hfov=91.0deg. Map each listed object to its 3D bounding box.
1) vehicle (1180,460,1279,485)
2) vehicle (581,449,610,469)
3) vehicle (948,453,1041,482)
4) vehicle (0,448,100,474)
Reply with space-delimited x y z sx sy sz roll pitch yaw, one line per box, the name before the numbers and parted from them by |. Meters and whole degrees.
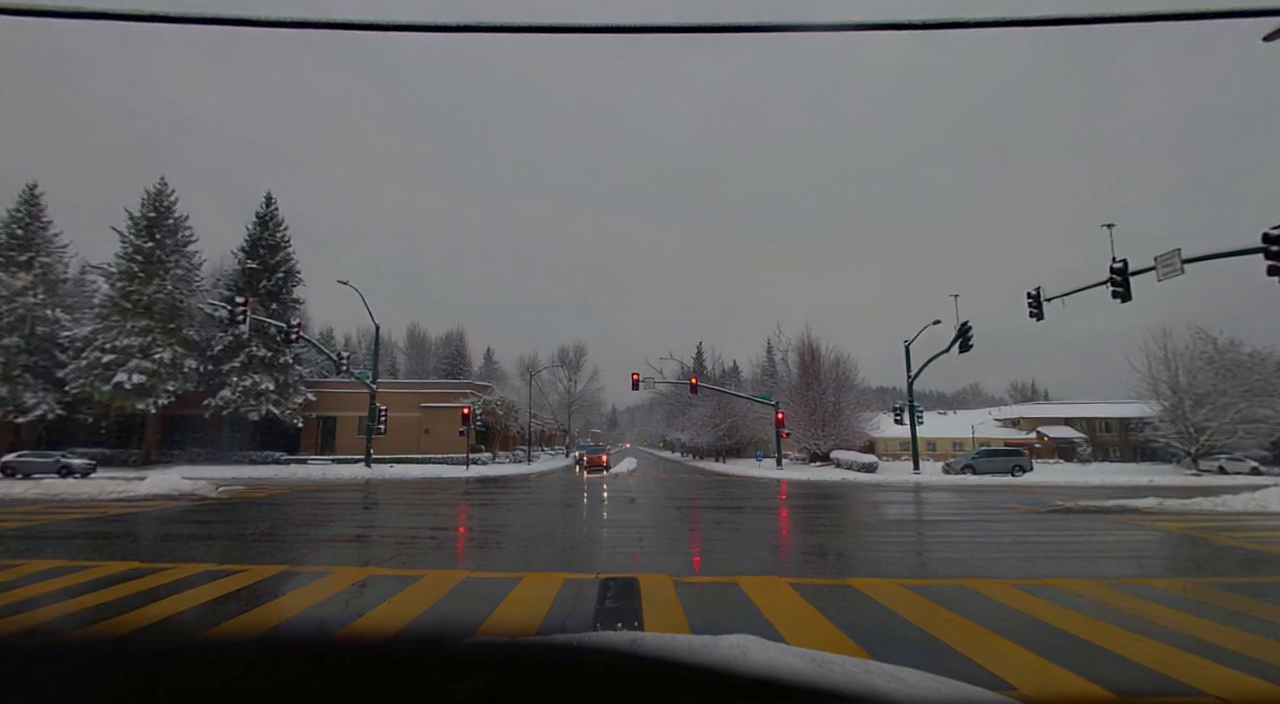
vehicle | 36.223 7.307 38.297 4.976 1.428 1.929 0 -9 -2
vehicle | -3.448 8.357 49.222 1.908 1.441 4.142 0 -8 1
vehicle | 21.100 6.878 37.587 4.447 1.623 1.801 0 -9 -3
vehicle | -35.141 6.414 37.186 4.741 1.447 1.807 0 -9 0
